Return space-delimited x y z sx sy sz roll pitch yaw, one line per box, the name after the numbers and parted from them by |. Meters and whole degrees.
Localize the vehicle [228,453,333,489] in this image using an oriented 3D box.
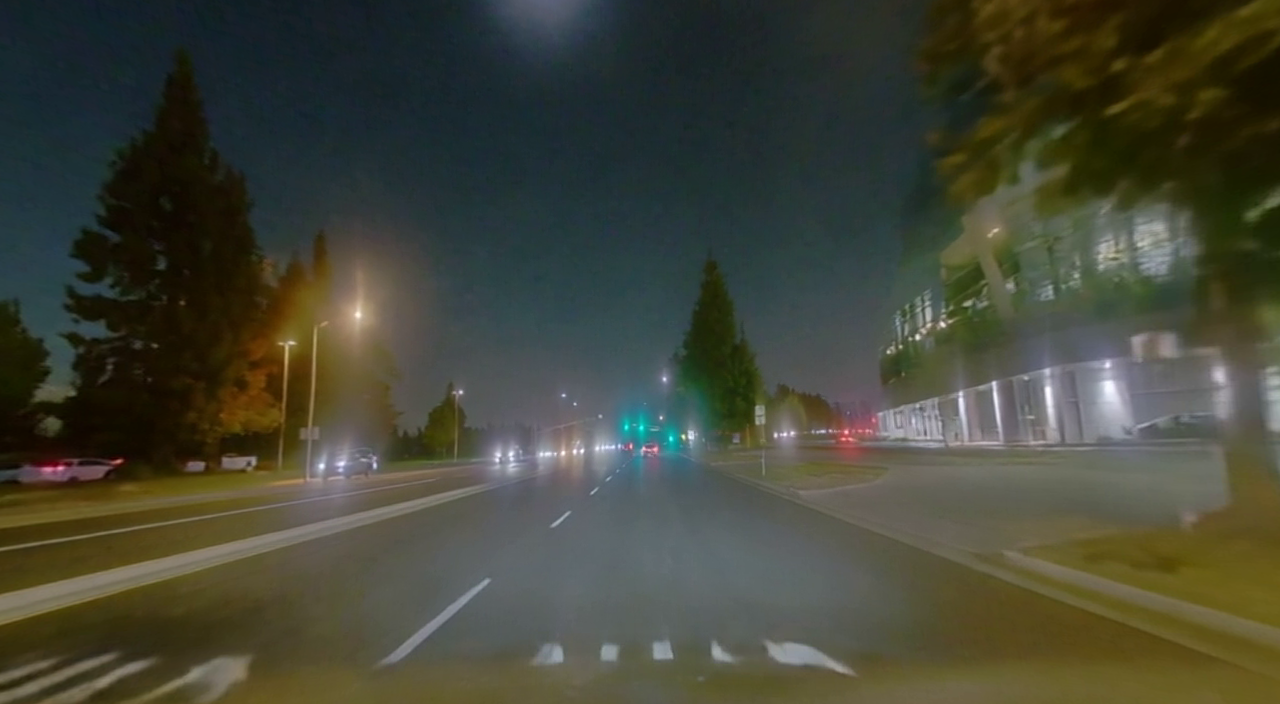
-17.248 5.690 30.477 1.955 1.486 5.112 -1 -8 2 | vehicle

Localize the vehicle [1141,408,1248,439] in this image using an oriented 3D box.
29.944 3.944 34.111 1.829 1.496 4.642 -1 -8 5 | vehicle

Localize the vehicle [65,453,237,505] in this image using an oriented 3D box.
-17.174 4.457 22.503 2.014 1.515 5.027 0 -8 2 | vehicle

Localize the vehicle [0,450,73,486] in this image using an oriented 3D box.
-28.172 5.155 28.019 3.759 1.462 1.873 1 -8 -3 | vehicle

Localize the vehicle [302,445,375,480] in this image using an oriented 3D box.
-17.155 6.276 36.026 1.998 1.724 4.486 -3 -9 0 | vehicle
